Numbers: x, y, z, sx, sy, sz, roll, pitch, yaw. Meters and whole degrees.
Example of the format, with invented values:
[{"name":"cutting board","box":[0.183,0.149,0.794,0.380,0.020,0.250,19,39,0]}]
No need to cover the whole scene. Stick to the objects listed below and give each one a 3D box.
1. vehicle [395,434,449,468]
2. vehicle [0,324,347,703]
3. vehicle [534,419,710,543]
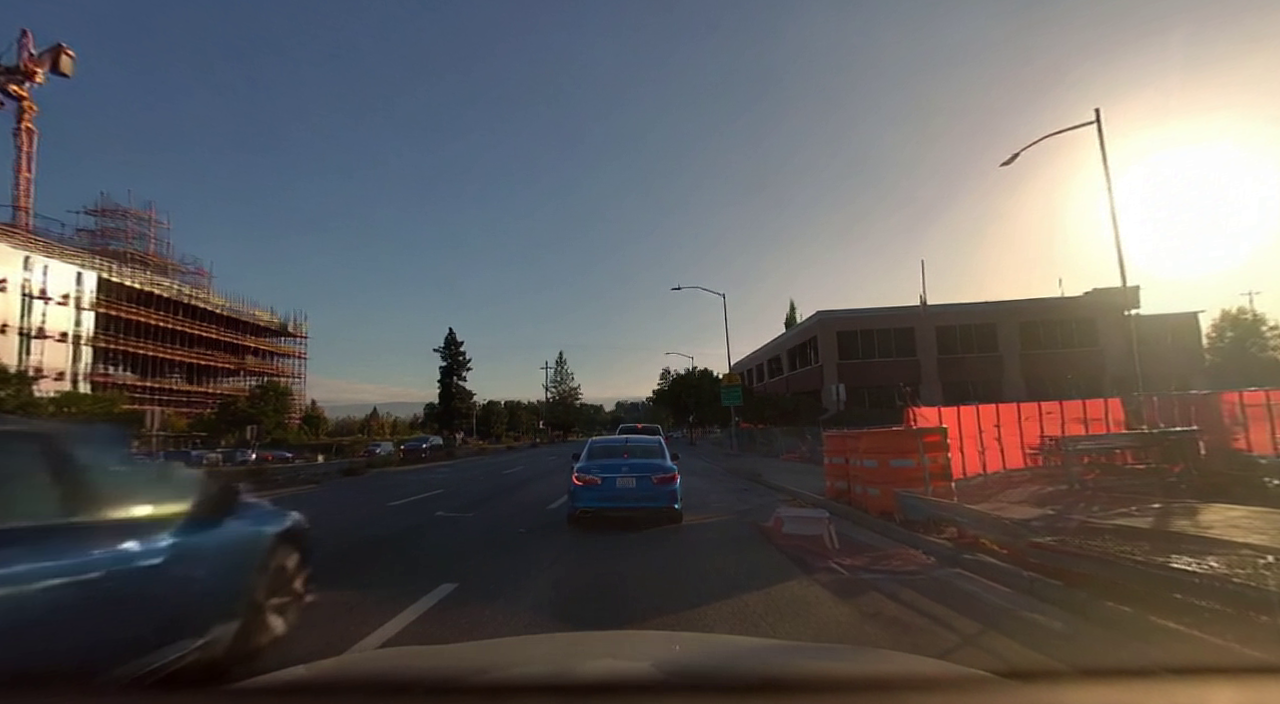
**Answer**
[{"name":"vehicle","box":[-10.485,4.714,30.113,2.072,1.465,4.394,3,-9,-22]},{"name":"vehicle","box":[-3.312,0.797,2.521,2.139,1.680,4.344,0,-8,1]},{"name":"vehicle","box":[-0.213,1.853,9.687,2.112,1.482,4.076,0,-8,0]}]
